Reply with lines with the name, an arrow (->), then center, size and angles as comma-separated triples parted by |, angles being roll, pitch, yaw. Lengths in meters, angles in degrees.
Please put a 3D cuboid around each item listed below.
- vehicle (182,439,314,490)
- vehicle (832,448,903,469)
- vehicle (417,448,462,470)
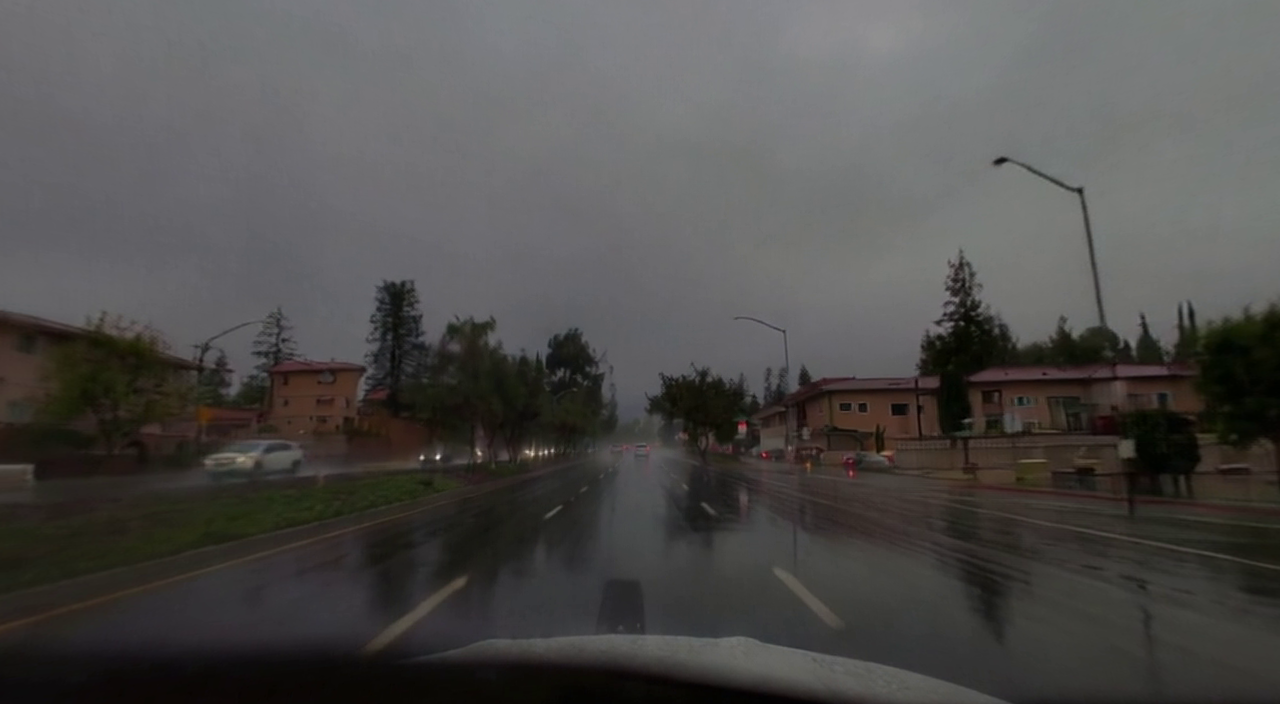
vehicle -> -15.077, 4.337, 24.714 | 1.999, 1.773, 4.851 | 0, -9, 1
vehicle -> 16.124, 7.539, 45.037 | 1.826, 1.420, 4.533 | 5, -10, -31
vehicle -> -14.768, 7.922, 46.825 | 1.929, 1.506, 4.125 | 0, -9, 1
